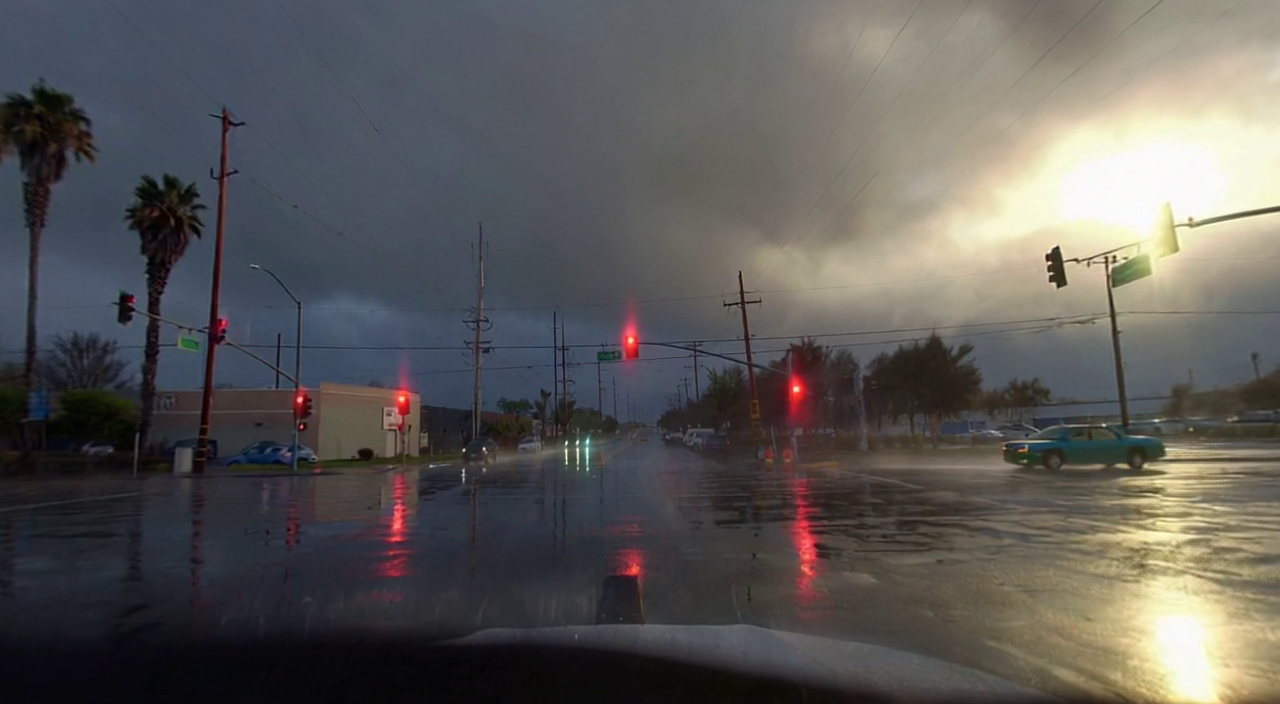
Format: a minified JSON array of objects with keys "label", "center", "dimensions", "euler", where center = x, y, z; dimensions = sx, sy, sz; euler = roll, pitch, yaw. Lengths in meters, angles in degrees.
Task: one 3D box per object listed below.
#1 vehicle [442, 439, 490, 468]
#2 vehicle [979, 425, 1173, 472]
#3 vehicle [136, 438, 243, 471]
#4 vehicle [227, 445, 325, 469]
[{"label":"vehicle","center":[-11.966,6.989,43.794],"dimensions":[2.016,1.717,4.287],"euler":[0,-6,1]},{"label":"vehicle","center":[14.422,3.228,21.172],"dimensions":[4.918,1.479,1.897],"euler":[-1,-9,7]},{"label":"vehicle","center":[-25.917,5.924,36.466],"dimensions":[4.613,1.820,2.021],"euler":[-1,-9,3]},{"label":"vehicle","center":[-22.315,6.436,38.837],"dimensions":[4.849,1.444,1.881],"euler":[0,-8,1]}]
